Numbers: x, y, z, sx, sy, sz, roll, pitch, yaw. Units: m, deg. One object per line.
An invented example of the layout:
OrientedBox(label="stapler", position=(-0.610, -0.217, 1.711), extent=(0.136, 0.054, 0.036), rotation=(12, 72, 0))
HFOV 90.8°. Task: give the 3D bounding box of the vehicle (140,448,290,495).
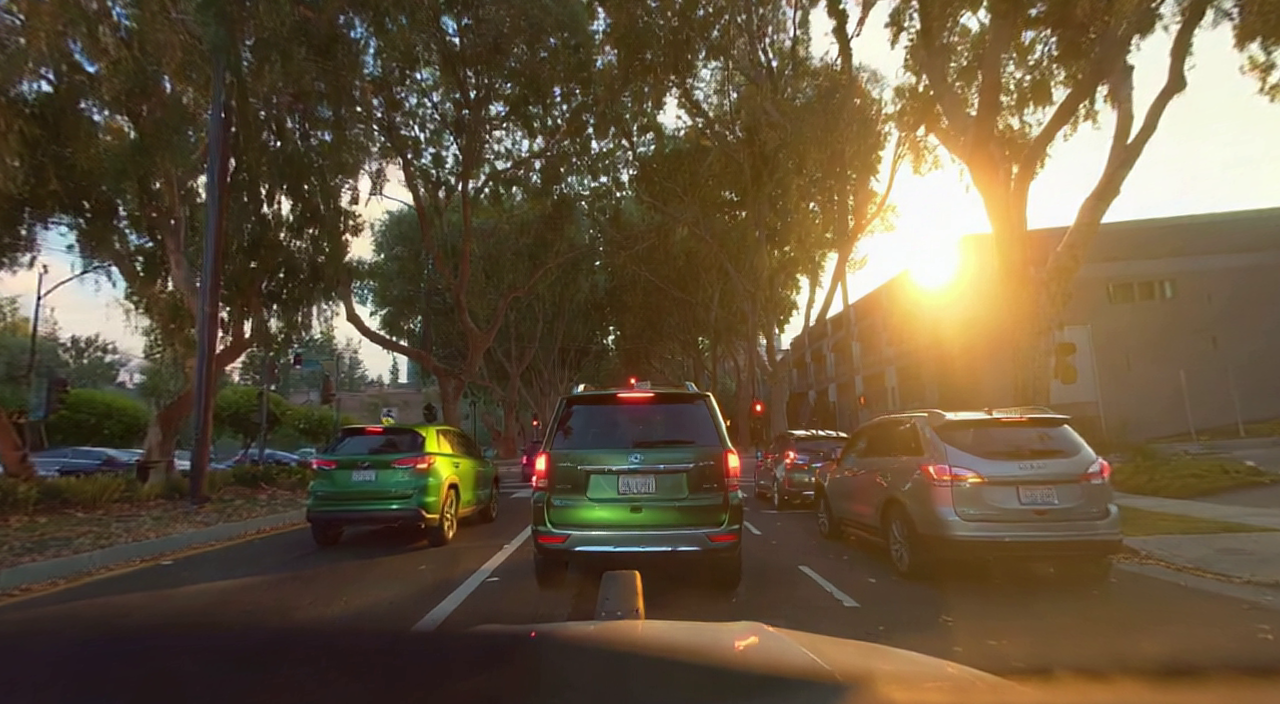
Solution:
OrientedBox(label="vehicle", position=(-14.916, 4.192, 22.577), extent=(2.206, 1.481, 4.481), rotation=(0, -9, 1))

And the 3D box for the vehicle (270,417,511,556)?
OrientedBox(label="vehicle", position=(-3.383, 1.899, 9.583), extent=(1.961, 1.639, 4.064), rotation=(0, -9, 0))

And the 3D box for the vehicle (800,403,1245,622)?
OrientedBox(label="vehicle", position=(3.480, 1.548, 7.047), extent=(2.202, 1.657, 4.298), rotation=(0, -9, -1))

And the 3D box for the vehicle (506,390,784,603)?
OrientedBox(label="vehicle", position=(0.028, 1.490, 7.256), extent=(2.294, 1.761, 3.857), rotation=(0, -9, 0))

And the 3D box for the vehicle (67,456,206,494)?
OrientedBox(label="vehicle", position=(-22.234, 5.422, 28.220), extent=(2.312, 1.443, 4.684), rotation=(0, -9, 1))
